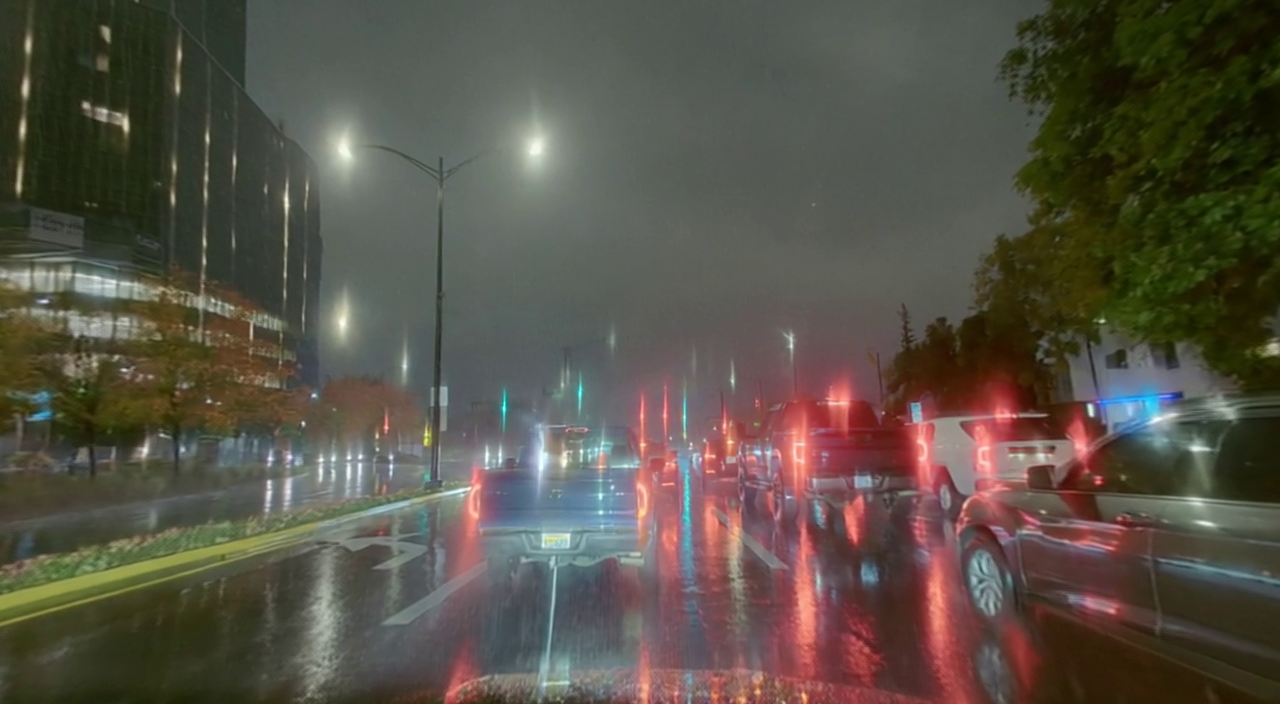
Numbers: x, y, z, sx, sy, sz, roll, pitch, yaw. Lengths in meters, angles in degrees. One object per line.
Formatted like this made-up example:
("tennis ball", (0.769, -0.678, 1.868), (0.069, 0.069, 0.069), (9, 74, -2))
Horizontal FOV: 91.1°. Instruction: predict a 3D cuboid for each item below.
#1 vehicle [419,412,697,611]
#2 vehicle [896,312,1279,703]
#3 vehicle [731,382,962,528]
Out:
("vehicle", (-0.608, 1.557, 7.097), (2.172, 1.536, 4.250), (0, -8, 1))
("vehicle", (3.168, 0.843, 2.837), (2.024, 1.723, 4.714), (0, -8, 0))
("vehicle", (3.524, 1.967, 12.413), (2.497, 2.186, 5.890), (0, -8, 0))
